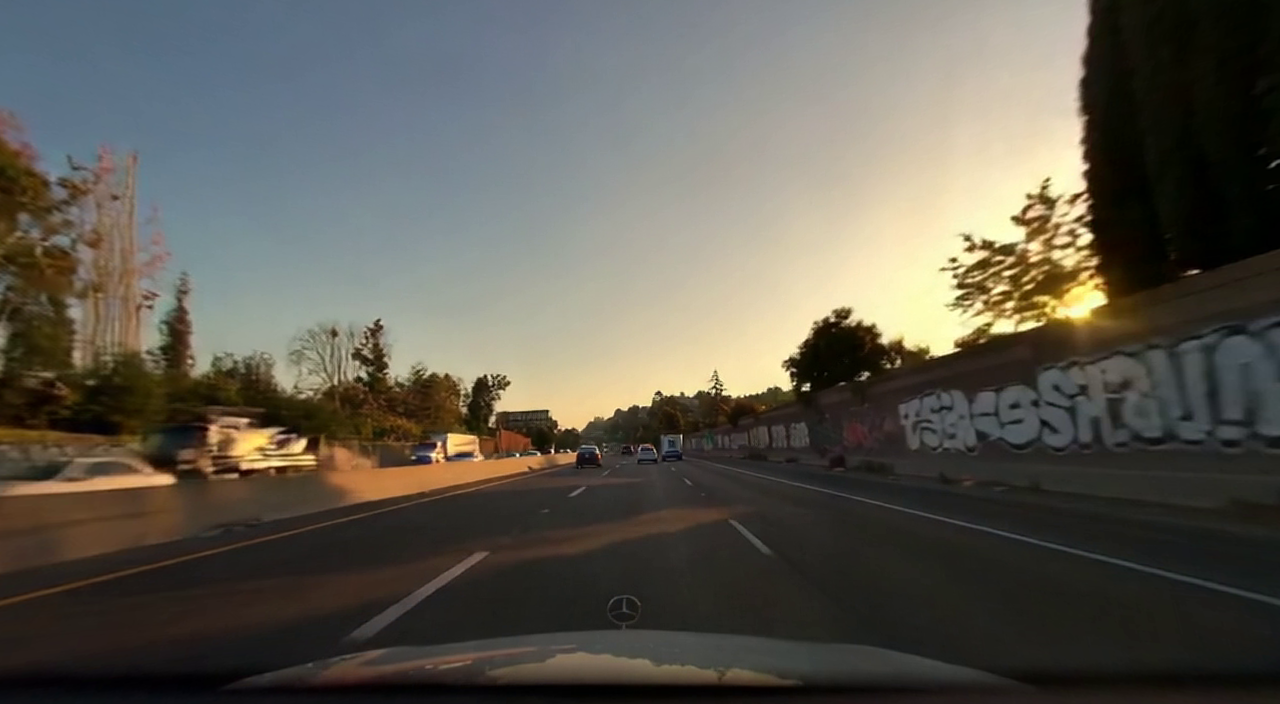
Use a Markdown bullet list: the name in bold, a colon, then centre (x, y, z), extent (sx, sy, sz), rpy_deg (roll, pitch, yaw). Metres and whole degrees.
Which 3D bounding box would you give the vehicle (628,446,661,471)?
- **vehicle**: centre (0.261, 6.920, 41.008), extent (2.009, 1.506, 4.091), rpy_deg (-1, -9, 0)

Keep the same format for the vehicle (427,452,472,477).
- **vehicle**: centre (-12.328, 7.296, 40.952), extent (1.853, 1.521, 3.633), rpy_deg (0, -9, -1)

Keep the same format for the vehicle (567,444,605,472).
- **vehicle**: centre (-3.459, 6.927, 41.260), extent (2.095, 1.671, 4.193), rpy_deg (-1, -9, 1)

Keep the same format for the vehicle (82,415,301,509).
- **vehicle**: centre (-16.884, 4.235, 24.660), extent (2.908, 3.076, 7.474), rpy_deg (-1, -9, 1)
